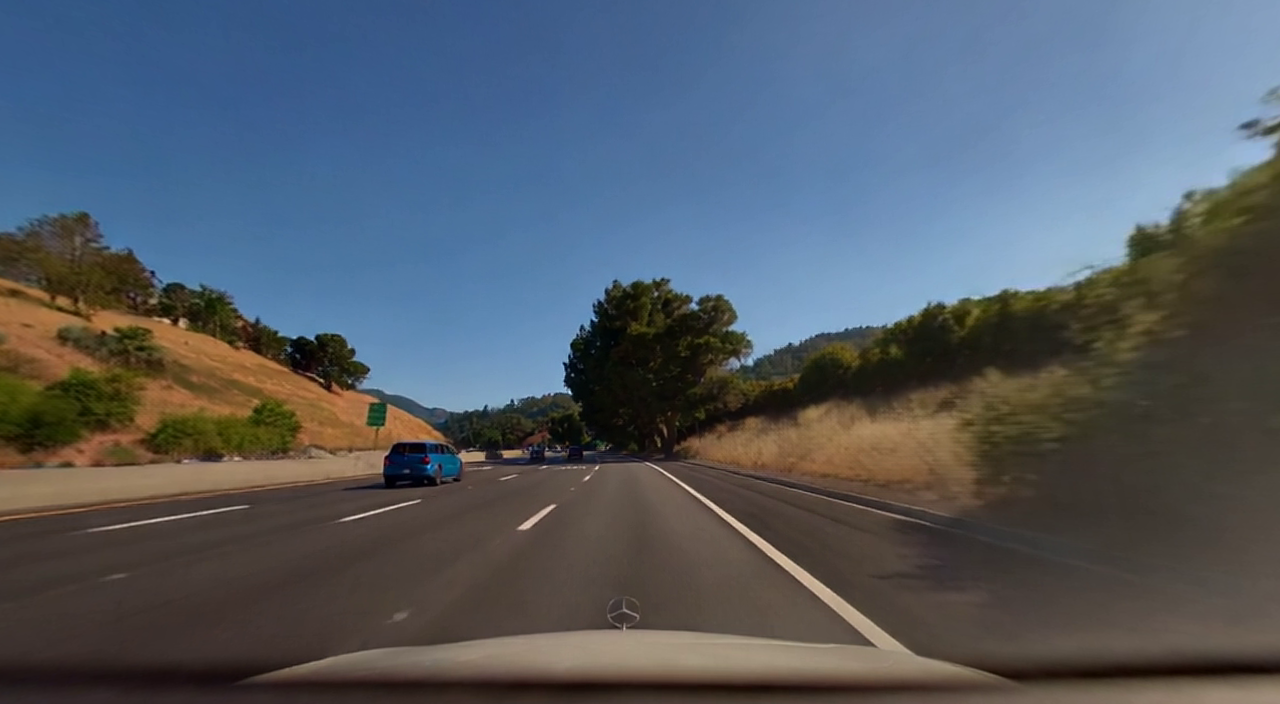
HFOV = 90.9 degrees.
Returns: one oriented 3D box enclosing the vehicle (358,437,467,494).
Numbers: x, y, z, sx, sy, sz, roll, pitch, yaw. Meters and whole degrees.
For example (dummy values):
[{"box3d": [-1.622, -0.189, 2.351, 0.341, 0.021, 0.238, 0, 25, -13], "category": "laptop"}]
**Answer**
[{"box3d": [-7.527, 3.779, 21.423, 2.046, 1.712, 4.533, 0, -8, -1], "category": "vehicle"}]
